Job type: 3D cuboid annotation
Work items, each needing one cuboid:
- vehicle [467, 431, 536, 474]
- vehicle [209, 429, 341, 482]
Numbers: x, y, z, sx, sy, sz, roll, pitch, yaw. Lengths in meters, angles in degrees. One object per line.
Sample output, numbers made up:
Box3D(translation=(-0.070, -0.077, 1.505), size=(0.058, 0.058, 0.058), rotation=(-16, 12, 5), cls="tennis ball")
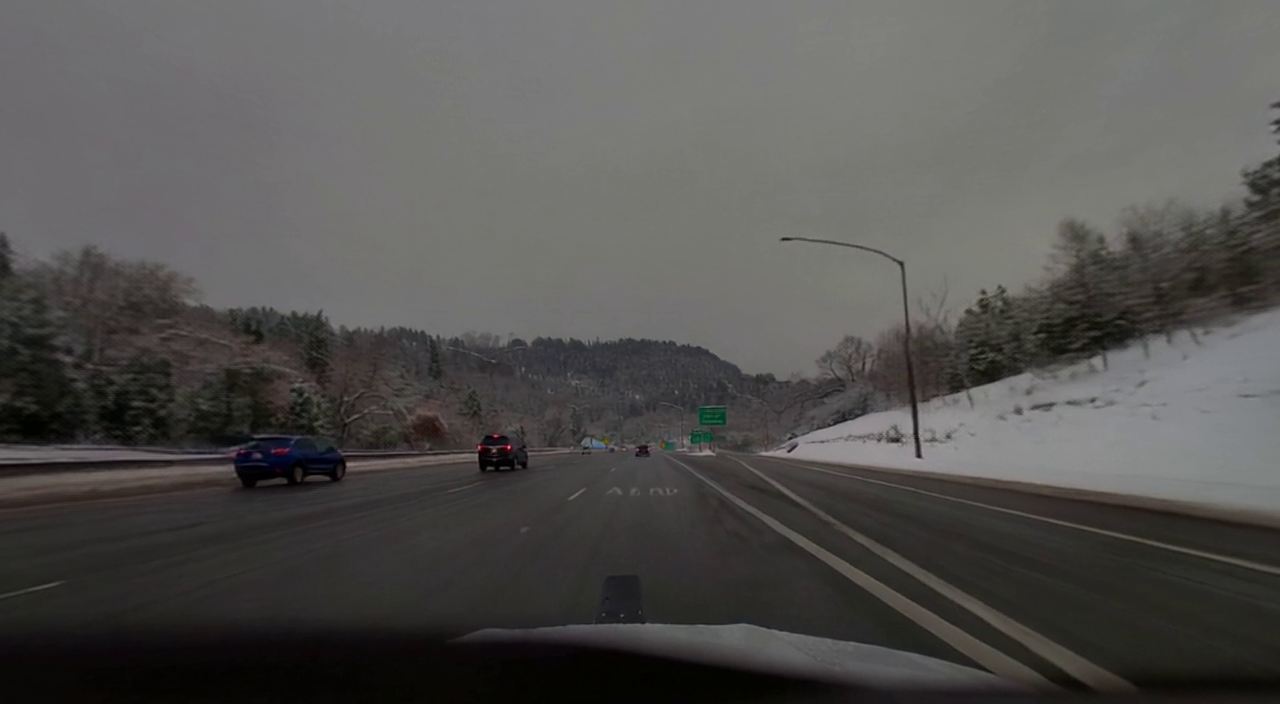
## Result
Box3D(translation=(-6.696, 4.925, 30.995), size=(2.219, 1.947, 4.924), rotation=(0, -9, 1), cls="vehicle")
Box3D(translation=(-13.821, 3.952, 24.294), size=(2.079, 1.822, 4.893), rotation=(0, -9, 1), cls="vehicle")
